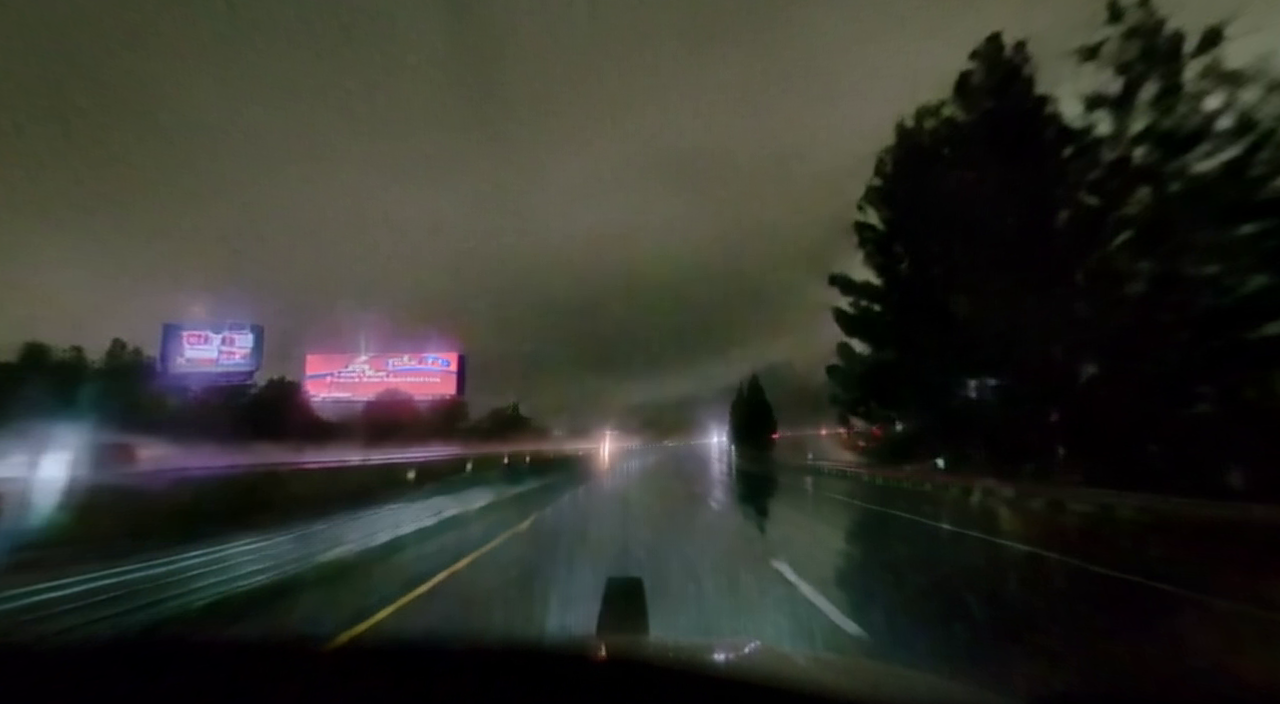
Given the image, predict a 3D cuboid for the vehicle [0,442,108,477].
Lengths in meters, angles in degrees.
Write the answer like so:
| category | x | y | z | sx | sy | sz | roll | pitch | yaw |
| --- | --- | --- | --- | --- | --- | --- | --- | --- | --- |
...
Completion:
| category | x | y | z | sx | sy | sz | roll | pitch | yaw |
| --- | --- | --- | --- | --- | --- | --- | --- | --- | --- |
| vehicle | -27.945 | 5.008 | 29.676 | 1.845 | 1.504 | 4.445 | 0 | -8 | 2 |
